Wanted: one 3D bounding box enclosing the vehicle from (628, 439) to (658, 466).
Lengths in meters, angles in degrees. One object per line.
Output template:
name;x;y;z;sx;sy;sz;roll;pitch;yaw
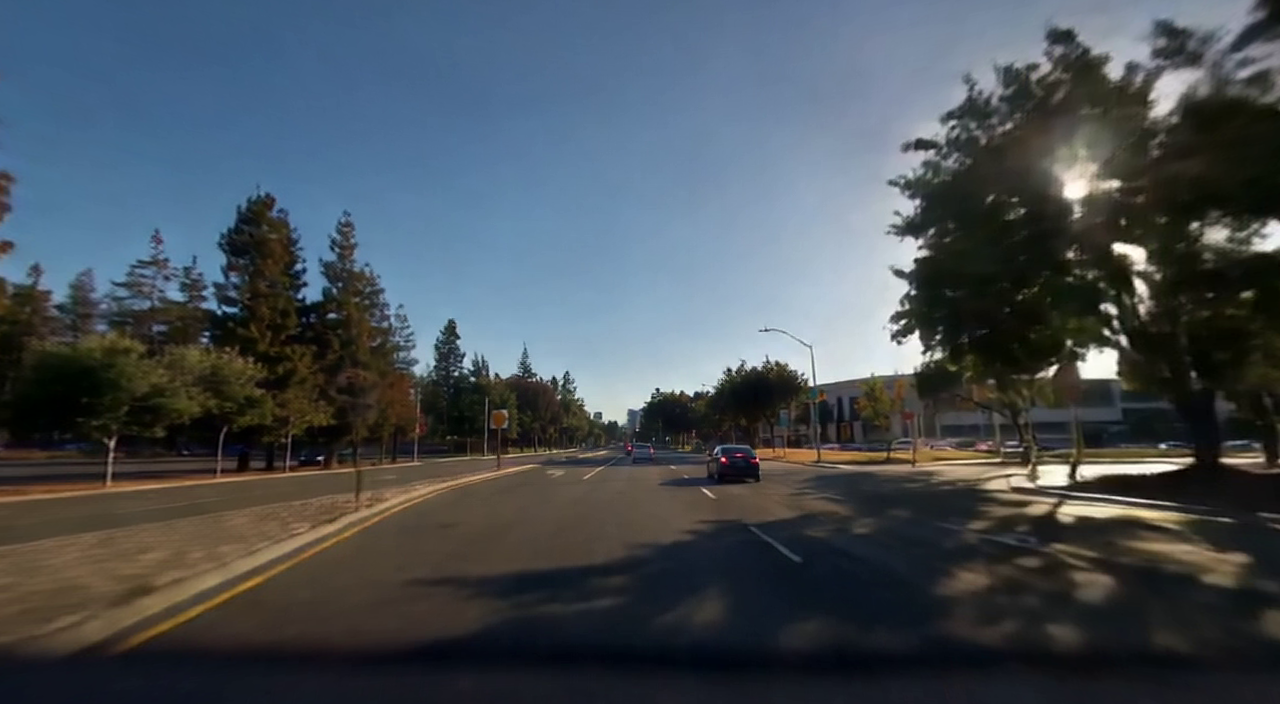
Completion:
vehicle;0.154;7.108;44.673;1.988;1.800;4.322;0;-8;-1

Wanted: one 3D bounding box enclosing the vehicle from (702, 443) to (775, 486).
vehicle;3.625;4.226;24.136;1.948;1.479;4.620;0;-8;-2
